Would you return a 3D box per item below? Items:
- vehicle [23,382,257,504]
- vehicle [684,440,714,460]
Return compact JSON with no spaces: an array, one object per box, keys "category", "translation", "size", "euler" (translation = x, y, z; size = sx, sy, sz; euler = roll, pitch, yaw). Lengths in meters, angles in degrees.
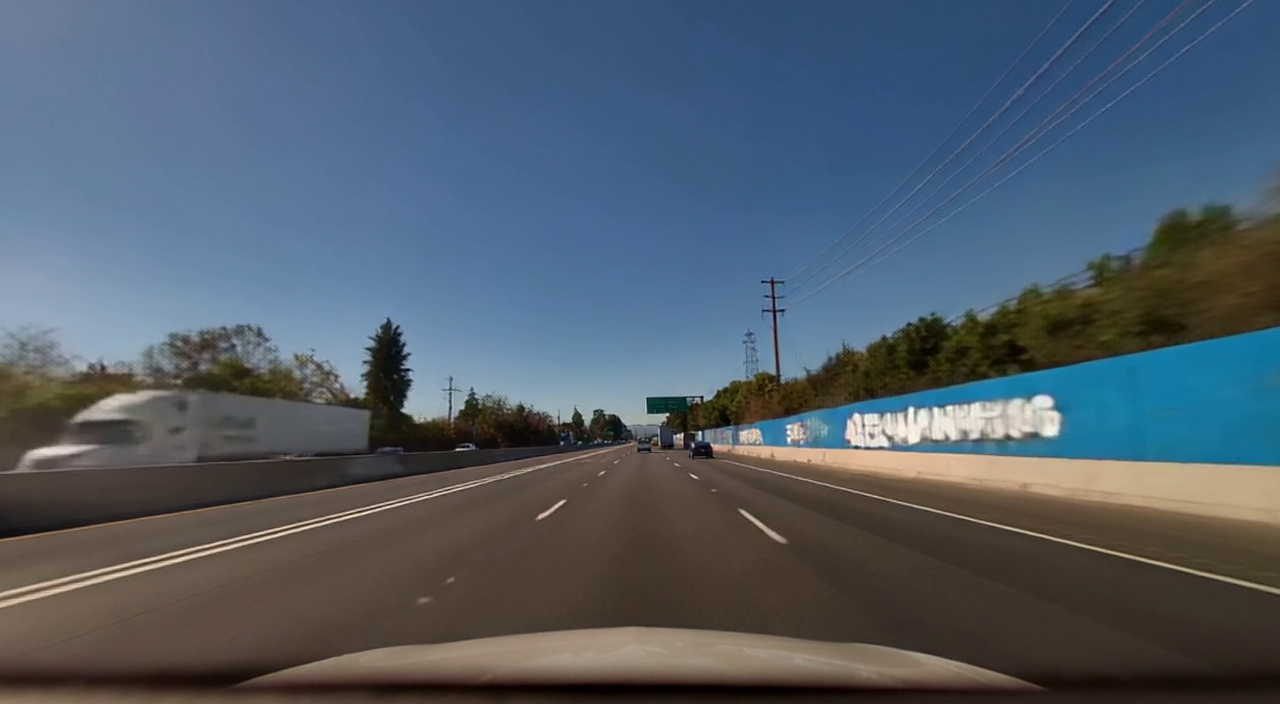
[{"category":"vehicle","translation":[-18.907,3.556,24.667],"size":[3.012,4.030,7.276],"euler":[-1,-9,0]},{"category":"vehicle","translation":[4.572,7.696,49.388],"size":[1.991,1.494,3.951],"euler":[0,-8,0]}]
